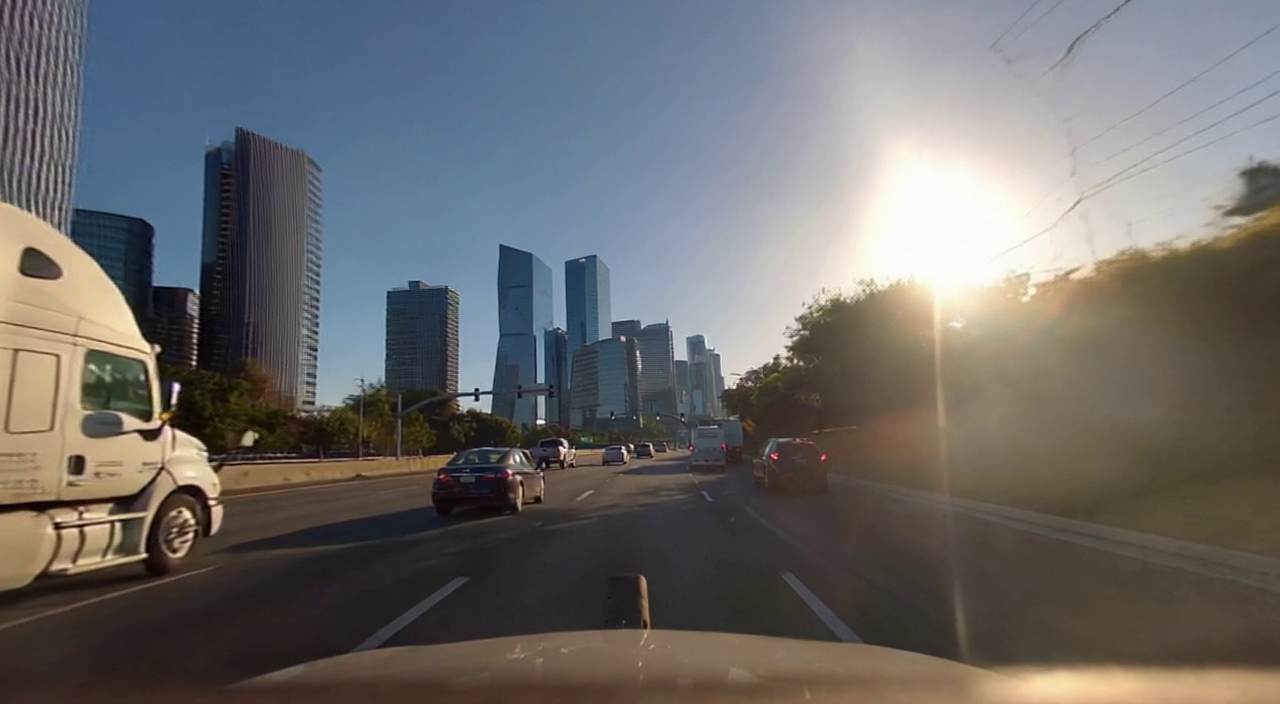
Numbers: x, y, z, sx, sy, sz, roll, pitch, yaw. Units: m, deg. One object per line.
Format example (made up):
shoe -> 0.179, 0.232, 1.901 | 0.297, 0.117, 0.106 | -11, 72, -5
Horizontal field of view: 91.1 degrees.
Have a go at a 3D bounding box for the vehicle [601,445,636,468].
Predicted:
vehicle -> -1.450, 7.312, 44.184 | 1.984, 1.567, 4.311 | -1, -8, 4

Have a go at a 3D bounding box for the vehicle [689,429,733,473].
vehicle -> 4.255, 5.997, 38.100 | 2.457, 2.440, 5.486 | -1, -8, 5

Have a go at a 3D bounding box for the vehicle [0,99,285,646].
vehicle -> -6.382, 0.369, 6.163 | 3.239, 4.055, 3.881 | 0, -8, 1

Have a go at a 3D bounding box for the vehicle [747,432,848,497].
vehicle -> 5.069, 3.676, 20.913 | 2.283, 1.923, 4.427 | 0, -8, 1

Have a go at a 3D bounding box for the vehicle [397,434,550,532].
vehicle -> -3.099, 2.502, 12.580 | 1.934, 1.643, 3.718 | 0, -8, 2
